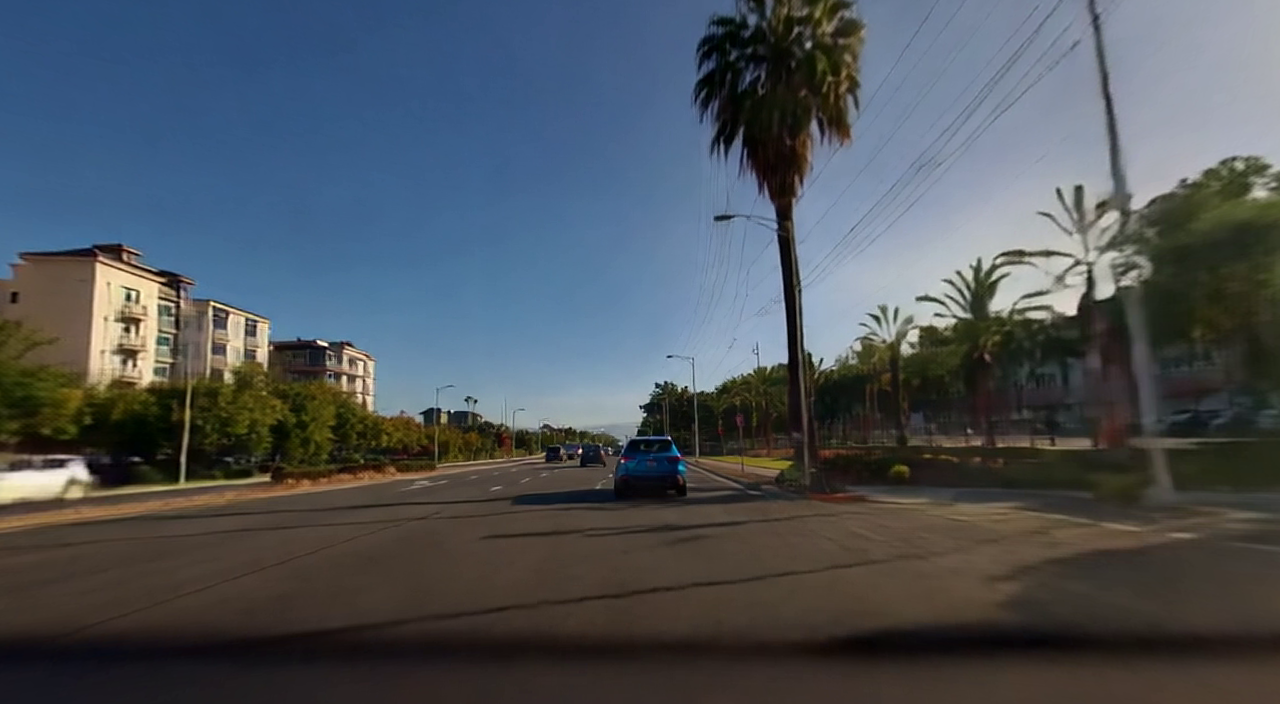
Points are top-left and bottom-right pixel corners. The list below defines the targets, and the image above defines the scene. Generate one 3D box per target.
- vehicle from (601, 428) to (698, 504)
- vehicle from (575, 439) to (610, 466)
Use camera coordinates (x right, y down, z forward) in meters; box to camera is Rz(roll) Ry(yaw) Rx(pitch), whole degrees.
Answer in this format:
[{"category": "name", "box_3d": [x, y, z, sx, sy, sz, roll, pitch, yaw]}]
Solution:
[{"category": "vehicle", "box_3d": [0.181, 2.904, 16.450, 2.198, 1.706, 4.166, 0, -9, -1]}, {"category": "vehicle", "box_3d": [-3.405, 7.348, 46.124, 2.169, 1.796, 4.821, 0, -9, 1]}]
